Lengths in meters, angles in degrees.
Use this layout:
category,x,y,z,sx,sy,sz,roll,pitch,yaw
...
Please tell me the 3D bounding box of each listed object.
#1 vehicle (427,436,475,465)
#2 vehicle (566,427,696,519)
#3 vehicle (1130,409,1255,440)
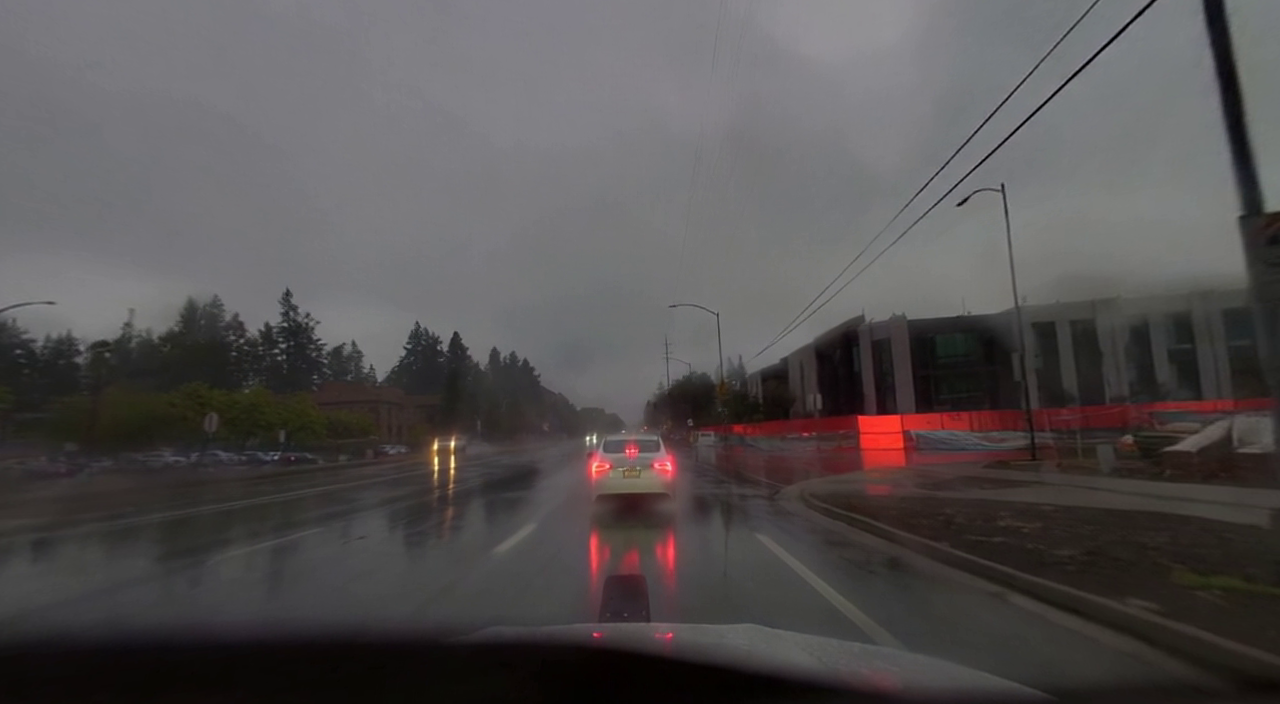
category,x,y,z,sx,sy,sz,roll,pitch,yaw
vehicle,-10.418,5.360,34.532,2.072,1.465,4.394,3,-9,-22
vehicle,-0.138,2.268,12.352,2.112,1.482,4.076,0,-8,0
vehicle,27.758,3.673,31.777,4.455,1.494,1.926,0,-9,0
